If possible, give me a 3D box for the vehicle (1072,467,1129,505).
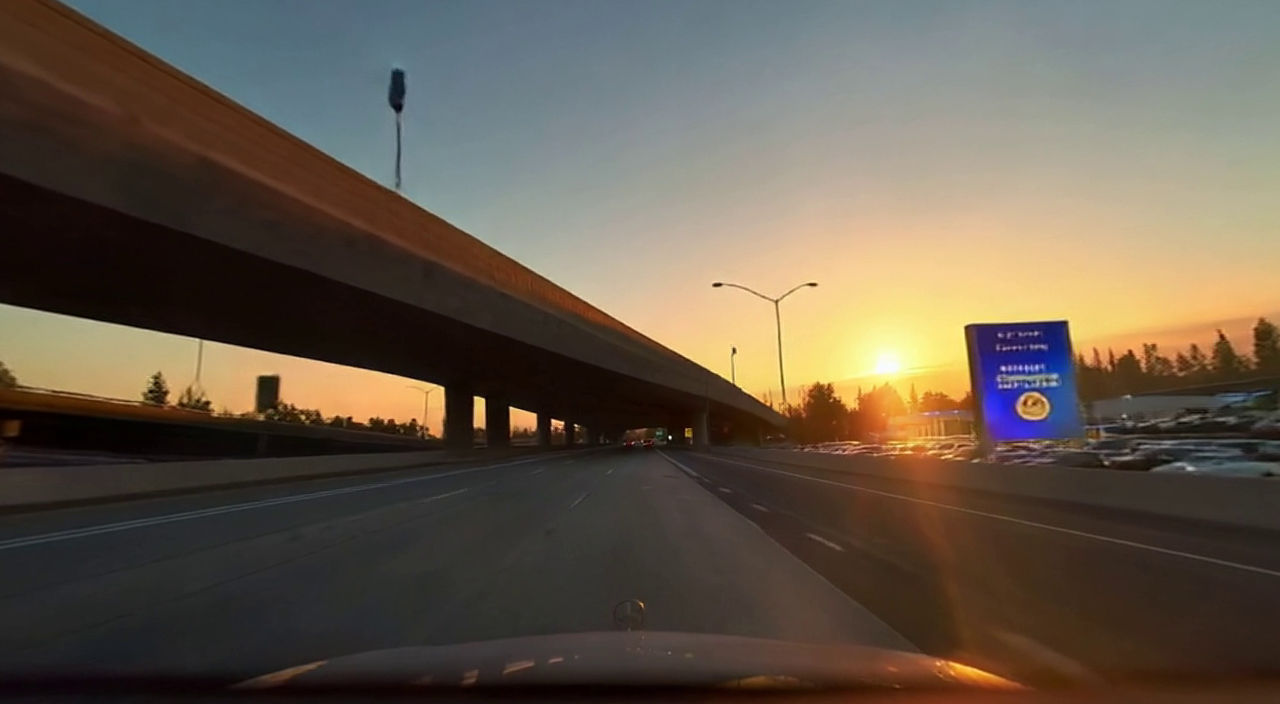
[{"bbox_3d":[19.819,5.705,27.118,1.677,1.342,3.266,-7,-10,39],"label":"vehicle"}]

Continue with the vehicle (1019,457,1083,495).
[{"bbox_3d":[21.107,6.283,32.316,1.846,1.635,4.513,-7,-11,43],"label":"vehicle"}]
